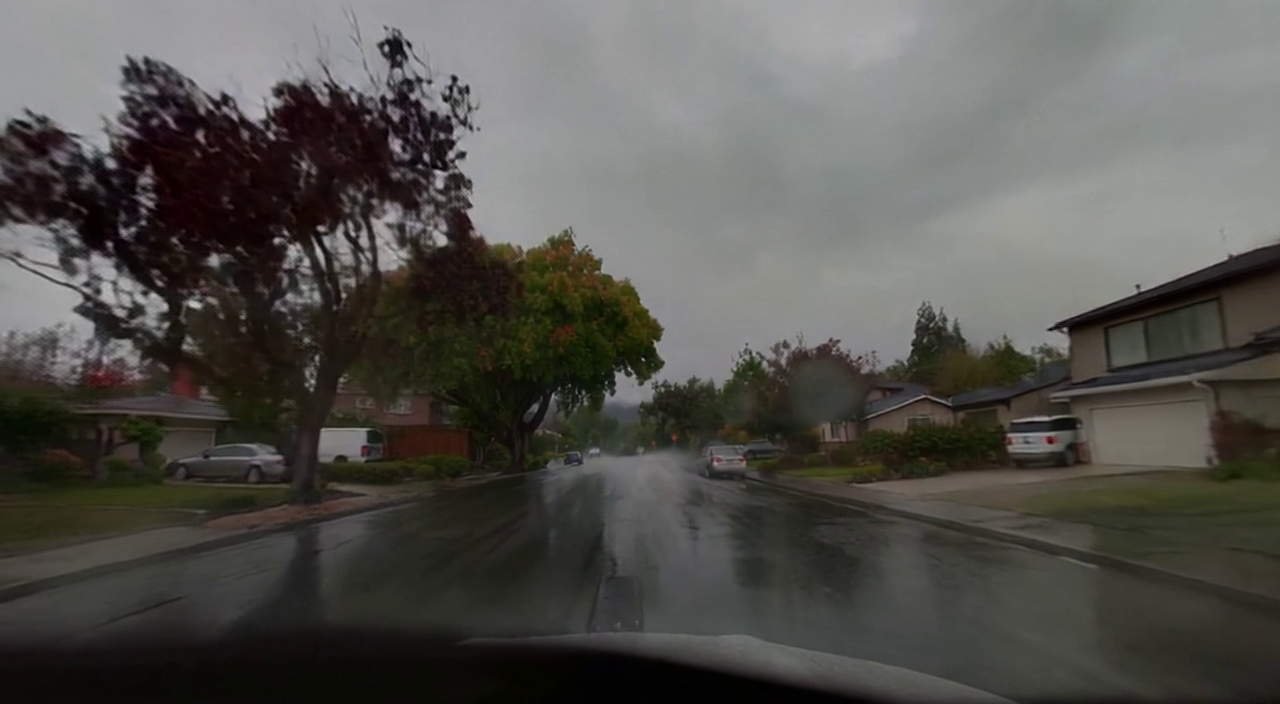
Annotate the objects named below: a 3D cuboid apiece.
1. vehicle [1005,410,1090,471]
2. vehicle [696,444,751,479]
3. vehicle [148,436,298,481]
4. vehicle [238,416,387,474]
[{"bbox_3d":[14.820,3.234,22.939,2.222,1.963,4.670,-6,-10,32],"label":"vehicle"},{"bbox_3d":[3.833,5.106,29.611,2.011,1.521,4.292,0,-9,1],"label":"vehicle"},{"bbox_3d":[-15.825,4.044,24.146,2.018,1.534,4.253,-5,-10,27],"label":"vehicle"},{"bbox_3d":[-16.805,4.830,32.478,6.381,2.645,2.703,-3,-9,10],"label":"vehicle"}]
